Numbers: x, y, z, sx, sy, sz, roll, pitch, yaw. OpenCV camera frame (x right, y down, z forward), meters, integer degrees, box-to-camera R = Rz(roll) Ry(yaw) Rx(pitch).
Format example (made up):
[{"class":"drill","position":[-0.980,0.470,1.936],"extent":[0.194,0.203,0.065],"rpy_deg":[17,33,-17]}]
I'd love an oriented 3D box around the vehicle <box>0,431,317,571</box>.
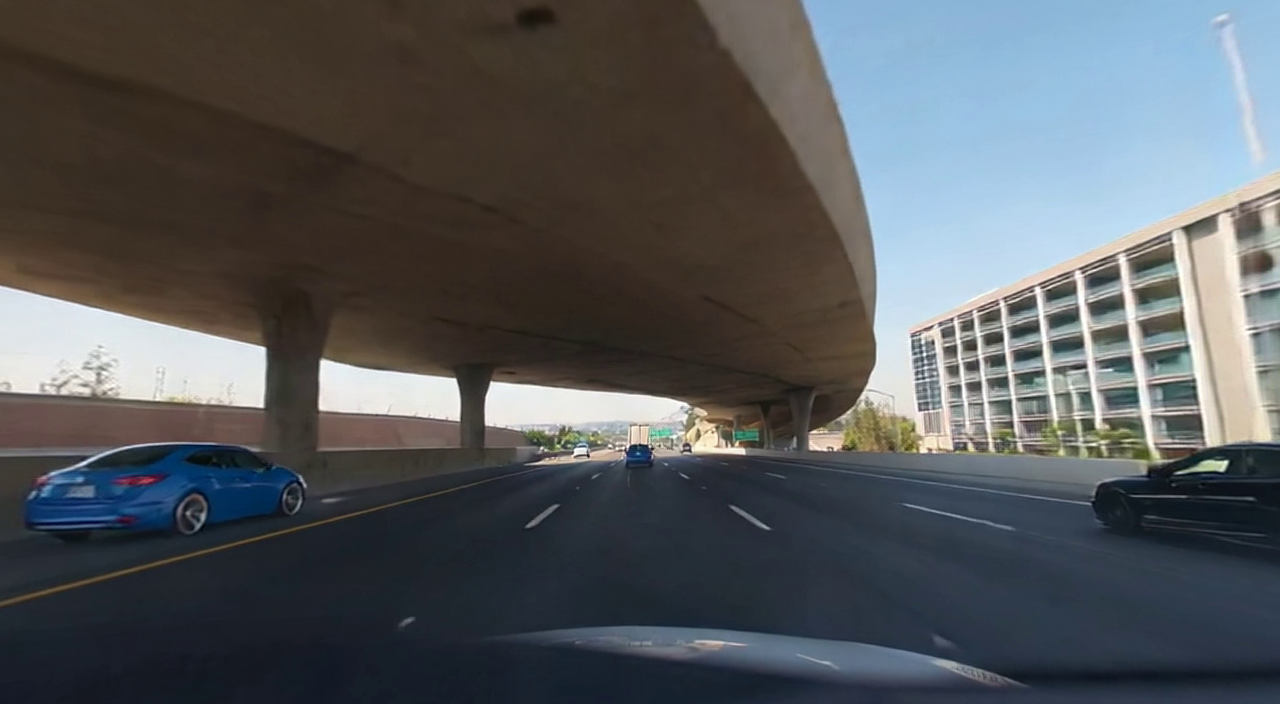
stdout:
[{"class":"vehicle","position":[-6.683,1.905,8.881],"extent":[1.978,1.477,4.239],"rpy_deg":[0,-8,0]}]

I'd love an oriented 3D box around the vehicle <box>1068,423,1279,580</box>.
[{"class":"vehicle","position":[7.121,1.511,6.559],"extent":[1.937,1.498,4.710],"rpy_deg":[0,-8,-1]}]

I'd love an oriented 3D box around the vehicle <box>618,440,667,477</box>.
[{"class":"vehicle","position":[0.102,4.739,28.271],"extent":[2.036,1.542,3.891],"rpy_deg":[0,-8,0]}]
